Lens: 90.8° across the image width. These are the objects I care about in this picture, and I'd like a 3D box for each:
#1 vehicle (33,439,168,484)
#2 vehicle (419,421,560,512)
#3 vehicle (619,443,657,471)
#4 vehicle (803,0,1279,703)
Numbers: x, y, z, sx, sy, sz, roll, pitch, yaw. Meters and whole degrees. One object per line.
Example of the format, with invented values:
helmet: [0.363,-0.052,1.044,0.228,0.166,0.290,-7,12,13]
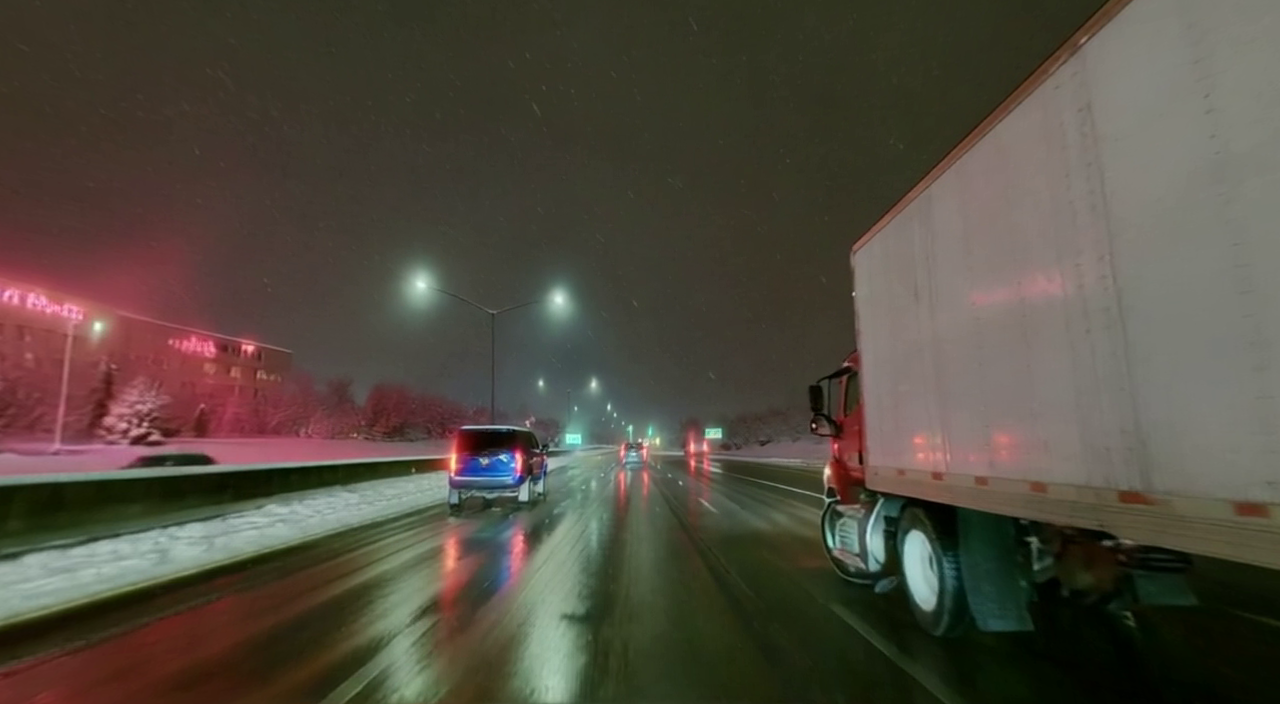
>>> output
vehicle: [-20.124,4.074,23.800,1.718,1.506,3.774,-2,-8,0]
vehicle: [-3.327,2.659,15.112,2.229,1.806,4.698,0,-8,0]
vehicle: [-0.152,5.635,34.149,1.929,1.395,3.999,0,-8,-1]
vehicle: [3.370,-0.003,1.670,2.934,3.325,10.986,0,-8,0]
